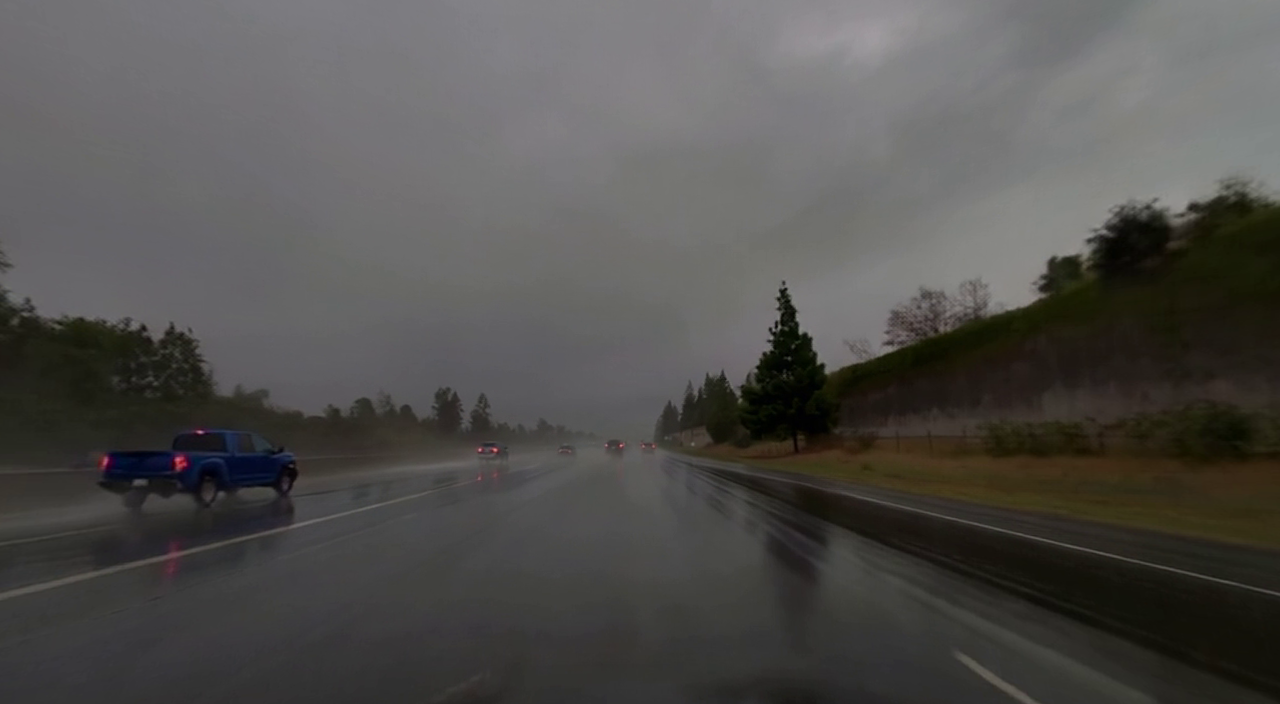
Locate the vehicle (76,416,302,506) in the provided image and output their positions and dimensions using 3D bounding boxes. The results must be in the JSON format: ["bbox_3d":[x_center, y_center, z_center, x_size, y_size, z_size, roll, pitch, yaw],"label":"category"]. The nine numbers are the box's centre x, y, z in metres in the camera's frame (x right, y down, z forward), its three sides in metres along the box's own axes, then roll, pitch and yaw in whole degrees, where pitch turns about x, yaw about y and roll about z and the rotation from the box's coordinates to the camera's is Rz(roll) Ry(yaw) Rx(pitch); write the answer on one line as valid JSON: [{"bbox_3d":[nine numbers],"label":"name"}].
[{"bbox_3d":[-10.795,2.649,15.757,2.012,1.875,4.895,0,-9,-1],"label":"vehicle"}]

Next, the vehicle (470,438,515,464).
[{"bbox_3d":[-11.033,7.441,47.547,2.195,1.795,4.659,0,-9,1],"label":"vehicle"}]
